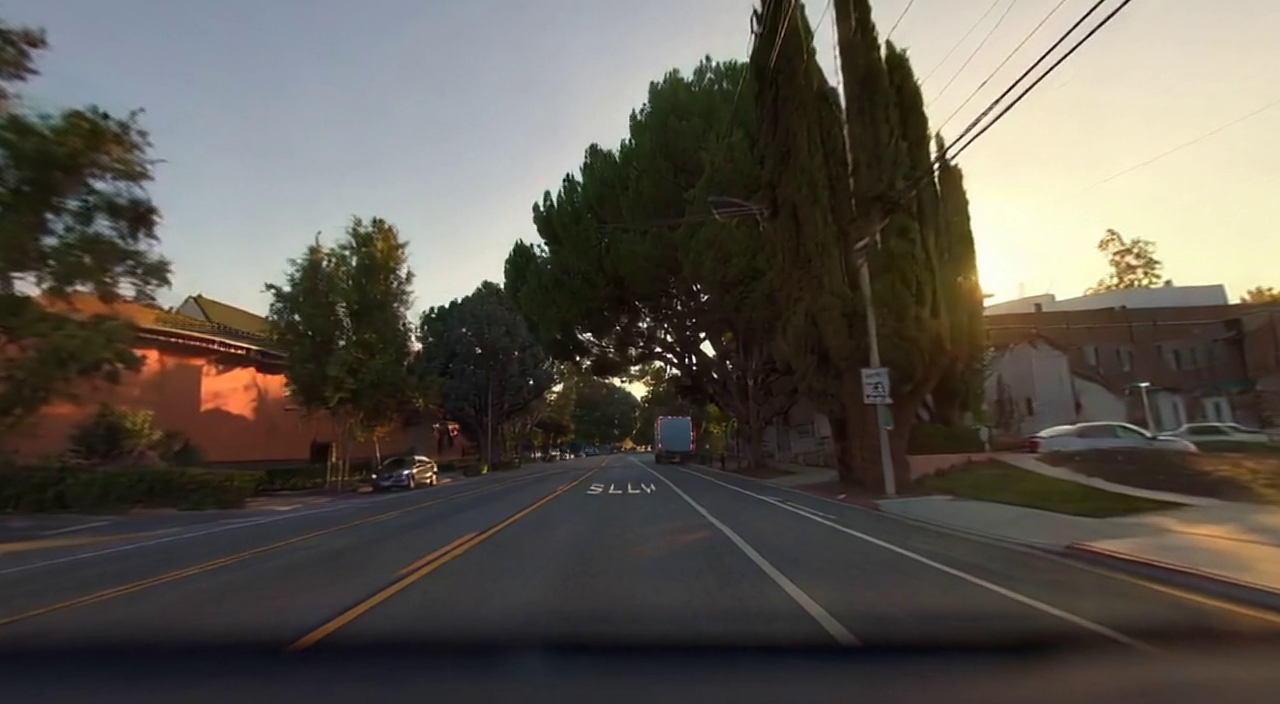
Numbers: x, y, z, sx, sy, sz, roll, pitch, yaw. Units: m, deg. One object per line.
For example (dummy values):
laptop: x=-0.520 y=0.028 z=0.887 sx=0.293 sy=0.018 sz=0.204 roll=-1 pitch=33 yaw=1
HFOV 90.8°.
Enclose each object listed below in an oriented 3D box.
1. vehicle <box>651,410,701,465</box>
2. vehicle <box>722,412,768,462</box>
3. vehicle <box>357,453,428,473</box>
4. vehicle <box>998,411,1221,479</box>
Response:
vehicle: x=2.602 y=6.833 z=49.511 sx=3.074 sy=3.703 sz=11.122 roll=2 pitch=-9 yaw=-1
vehicle: x=7.589 y=6.141 z=45.139 sx=2.714 sy=3.227 sz=7.170 roll=-2 pitch=-9 yaw=13
vehicle: x=-19.456 y=8.725 z=49.743 sx=4.804 sy=1.527 sz=1.887 roll=0 pitch=-9 yaw=0
vehicle: x=12.586 y=2.575 z=17.412 sx=4.554 sy=1.668 sz=1.974 roll=-5 pitch=-10 yaw=27
